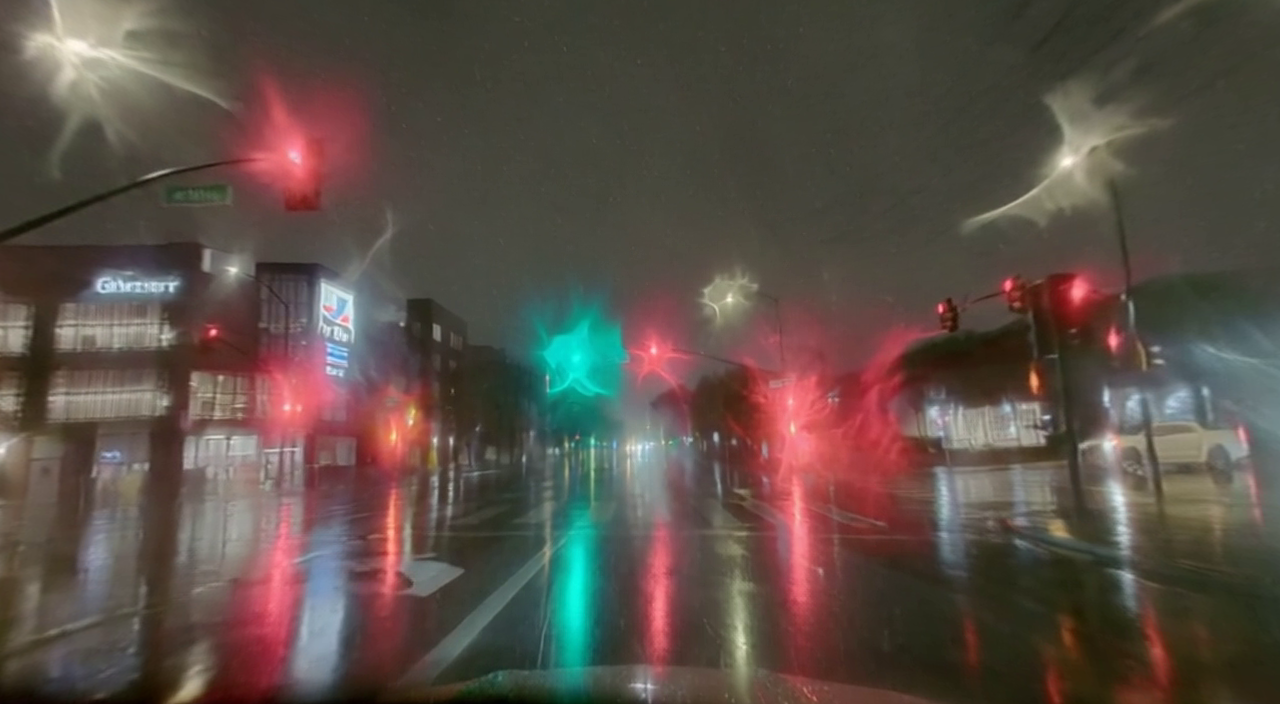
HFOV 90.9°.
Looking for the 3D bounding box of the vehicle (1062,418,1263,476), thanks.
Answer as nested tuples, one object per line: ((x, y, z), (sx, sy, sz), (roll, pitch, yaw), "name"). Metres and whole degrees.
((17.138, 3.145, 20.883), (4.836, 1.795, 1.957), (0, -9, 0), "vehicle")
